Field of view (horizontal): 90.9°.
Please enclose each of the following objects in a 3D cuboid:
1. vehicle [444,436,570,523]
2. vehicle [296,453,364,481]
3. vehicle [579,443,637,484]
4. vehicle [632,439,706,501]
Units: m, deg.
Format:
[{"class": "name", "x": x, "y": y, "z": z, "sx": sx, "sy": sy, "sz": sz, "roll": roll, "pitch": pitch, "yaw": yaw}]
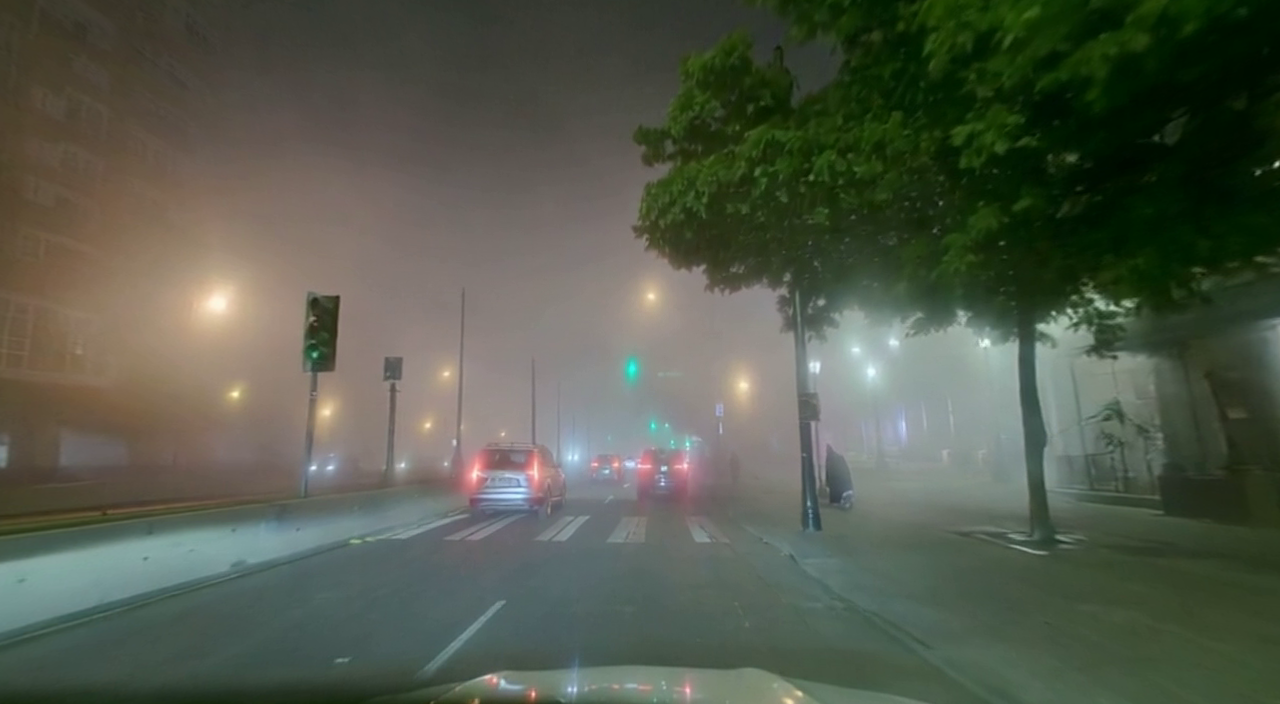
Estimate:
[{"class": "vehicle", "x": -2.893, "y": 2.854, "z": 14.626, "sx": 1.940, "sy": 1.722, "sz": 3.823, "roll": -1, "pitch": -9, "yaw": 2}, {"class": "vehicle", "x": -24.377, "y": 9.028, "z": 49.870, "sx": 2.144, "sy": 1.993, "sz": 6.287, "roll": 0, "pitch": -9, "yaw": 1}, {"class": "vehicle", "x": -1.489, "y": 5.471, "z": 31.316, "sx": 2.220, "sy": 1.847, "sz": 4.587, "roll": -1, "pitch": -9, "yaw": 5}, {"class": "vehicle", "x": 0.896, "y": 3.688, "z": 20.097, "sx": 2.120, "sy": 1.758, "sz": 3.917, "roll": -1, "pitch": -9, "yaw": 2}]
